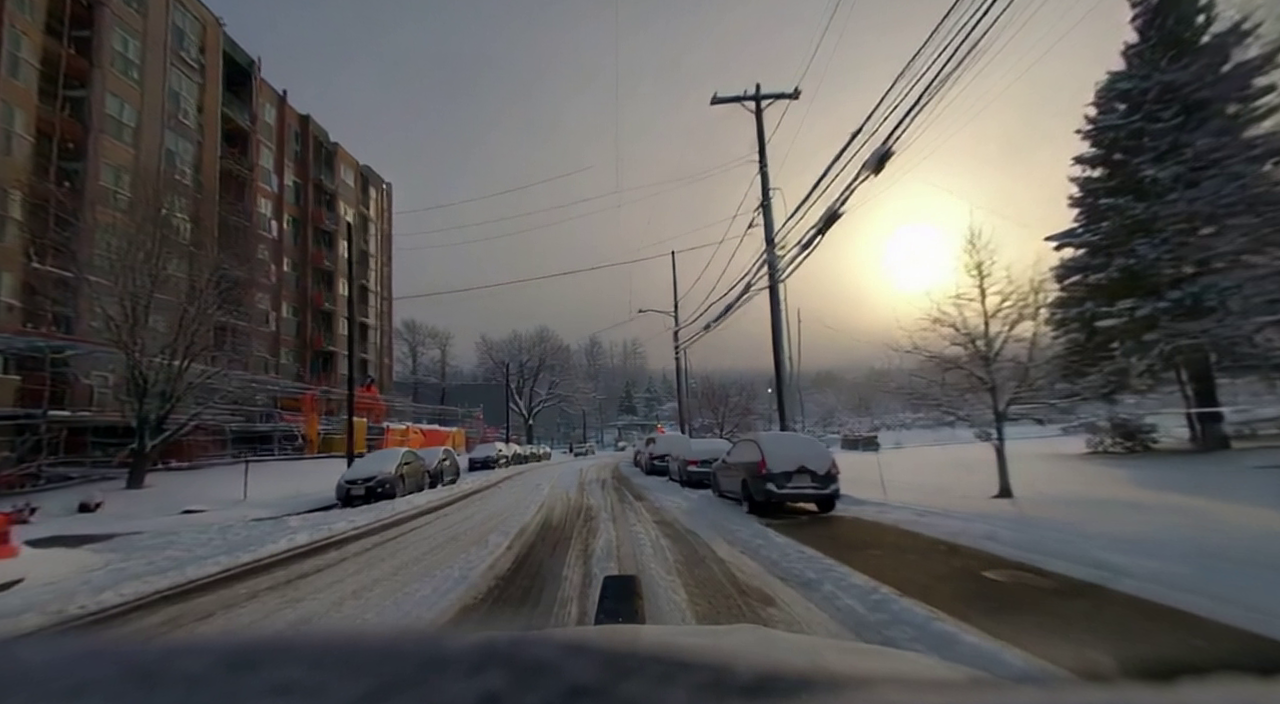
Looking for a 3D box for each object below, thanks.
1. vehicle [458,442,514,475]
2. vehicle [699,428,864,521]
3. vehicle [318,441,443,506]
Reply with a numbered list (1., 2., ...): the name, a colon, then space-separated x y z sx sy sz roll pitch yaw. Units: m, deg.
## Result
1. vehicle: -9.606 6.645 39.701 2.194 1.861 5.725 0 -8 -1
2. vehicle: 2.727 2.500 13.533 1.976 1.588 4.968 1 -8 -5
3. vehicle: -7.713 3.717 19.312 1.996 1.578 4.806 -4 -10 -3
